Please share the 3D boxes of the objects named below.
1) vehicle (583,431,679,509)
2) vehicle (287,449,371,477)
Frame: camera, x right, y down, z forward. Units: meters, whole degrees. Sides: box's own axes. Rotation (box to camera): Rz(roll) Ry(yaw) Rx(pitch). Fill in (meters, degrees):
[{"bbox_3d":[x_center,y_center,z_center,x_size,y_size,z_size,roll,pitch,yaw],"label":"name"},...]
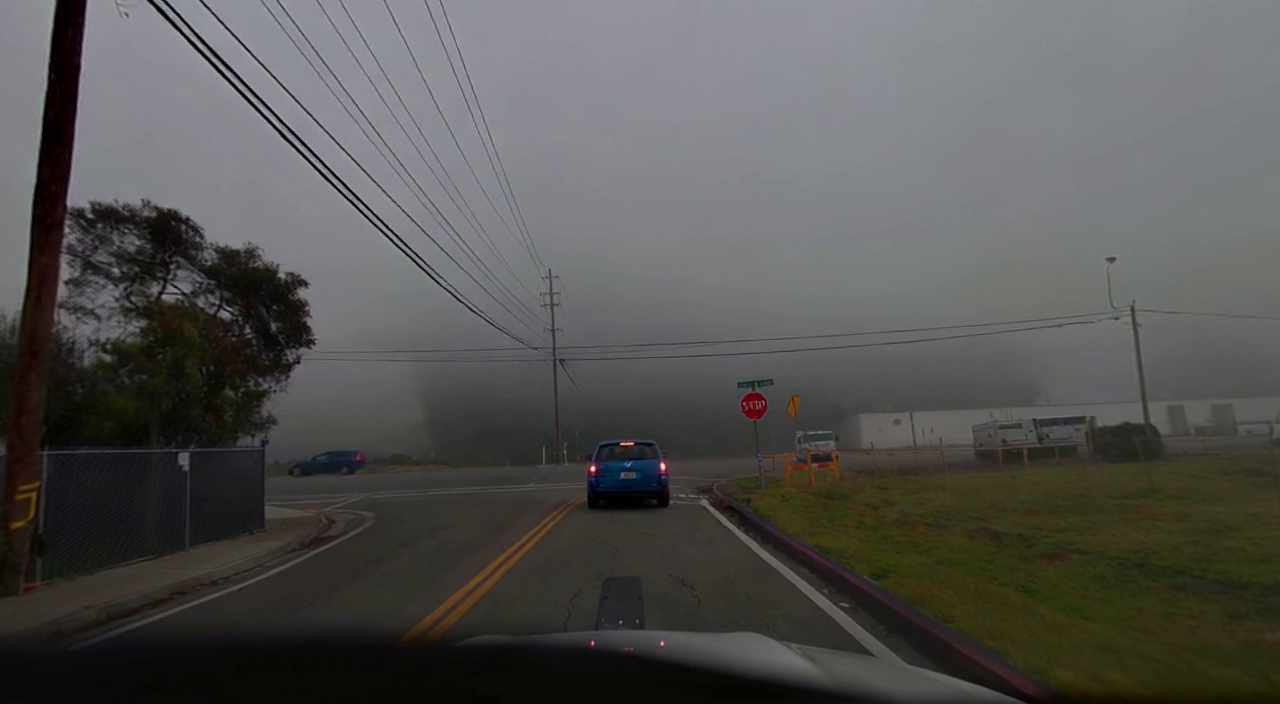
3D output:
[{"bbox_3d":[-0.261,2.920,16.136,2.137,1.698,4.166,0,-8,-2],"label":"vehicle"},{"bbox_3d":[-20.106,7.187,40.984,4.415,1.753,2.029,-1,-9,8],"label":"vehicle"}]
